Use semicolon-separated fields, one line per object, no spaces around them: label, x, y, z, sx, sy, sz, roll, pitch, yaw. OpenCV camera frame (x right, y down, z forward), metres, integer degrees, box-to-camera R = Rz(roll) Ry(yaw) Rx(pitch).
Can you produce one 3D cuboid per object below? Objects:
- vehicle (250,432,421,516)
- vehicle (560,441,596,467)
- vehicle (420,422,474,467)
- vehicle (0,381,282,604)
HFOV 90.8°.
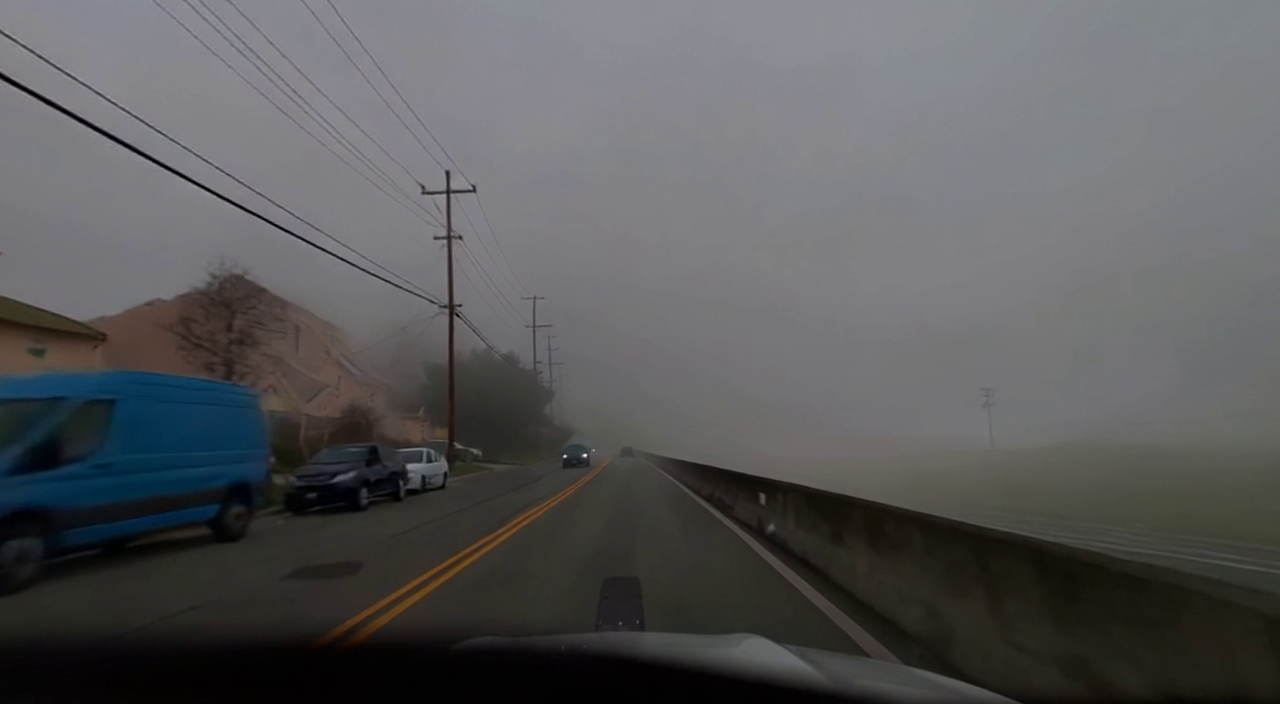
vehicle;-7.276;2.984;15.736;1.920;1.681;4.490;3;-10;0
vehicle;-4.234;7.085;44.036;2.103;1.690;4.508;0;-9;-1
vehicle;-12.040;5.845;39.896;2.451;2.641;5.869;1;-9;-9
vehicle;-7.387;1.676;8.227;2.335;2.136;5.328;0;-8;-1
